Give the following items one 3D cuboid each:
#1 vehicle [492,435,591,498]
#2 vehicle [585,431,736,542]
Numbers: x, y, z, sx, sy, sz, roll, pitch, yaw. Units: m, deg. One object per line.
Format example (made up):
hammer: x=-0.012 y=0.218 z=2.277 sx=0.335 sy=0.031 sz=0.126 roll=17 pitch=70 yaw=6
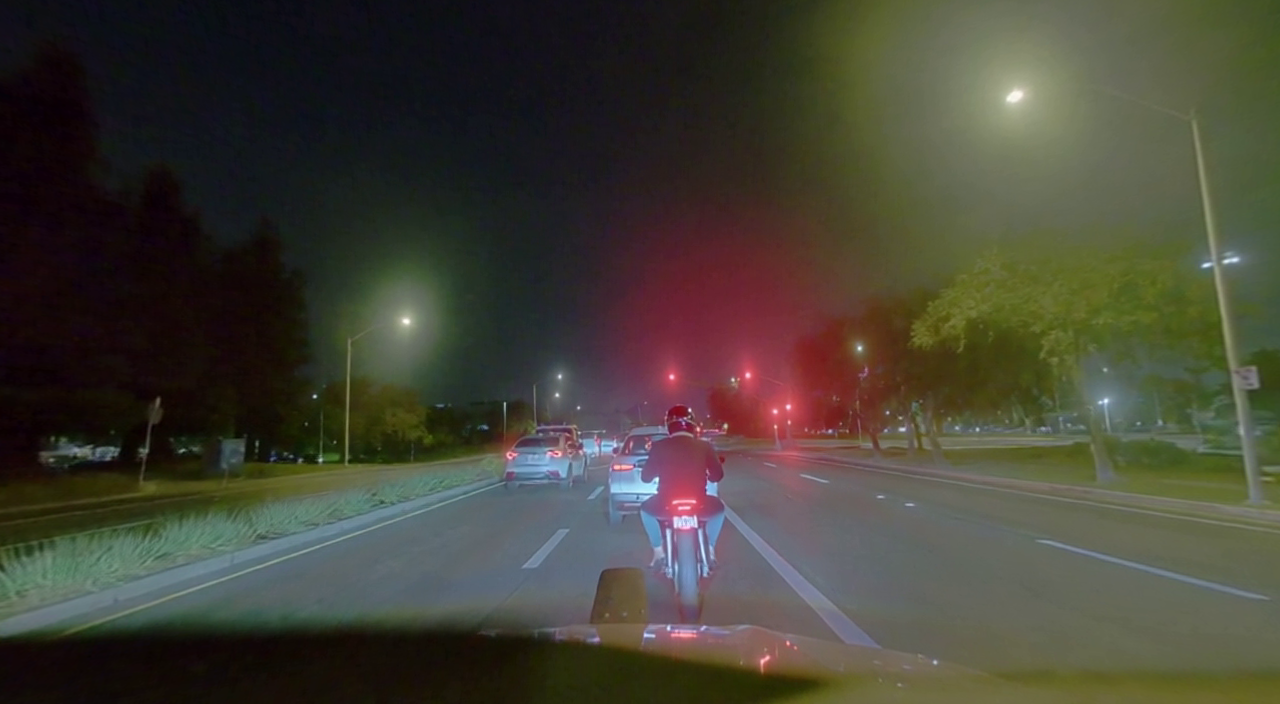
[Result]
vehicle: x=-2.561 y=3.084 z=17.396 sx=1.979 sy=1.499 sz=3.840 roll=-1 pitch=-8 yaw=2
vehicle: x=0.343 y=2.134 z=10.771 sx=2.009 sy=1.450 sz=4.608 roll=-1 pitch=-8 yaw=2
